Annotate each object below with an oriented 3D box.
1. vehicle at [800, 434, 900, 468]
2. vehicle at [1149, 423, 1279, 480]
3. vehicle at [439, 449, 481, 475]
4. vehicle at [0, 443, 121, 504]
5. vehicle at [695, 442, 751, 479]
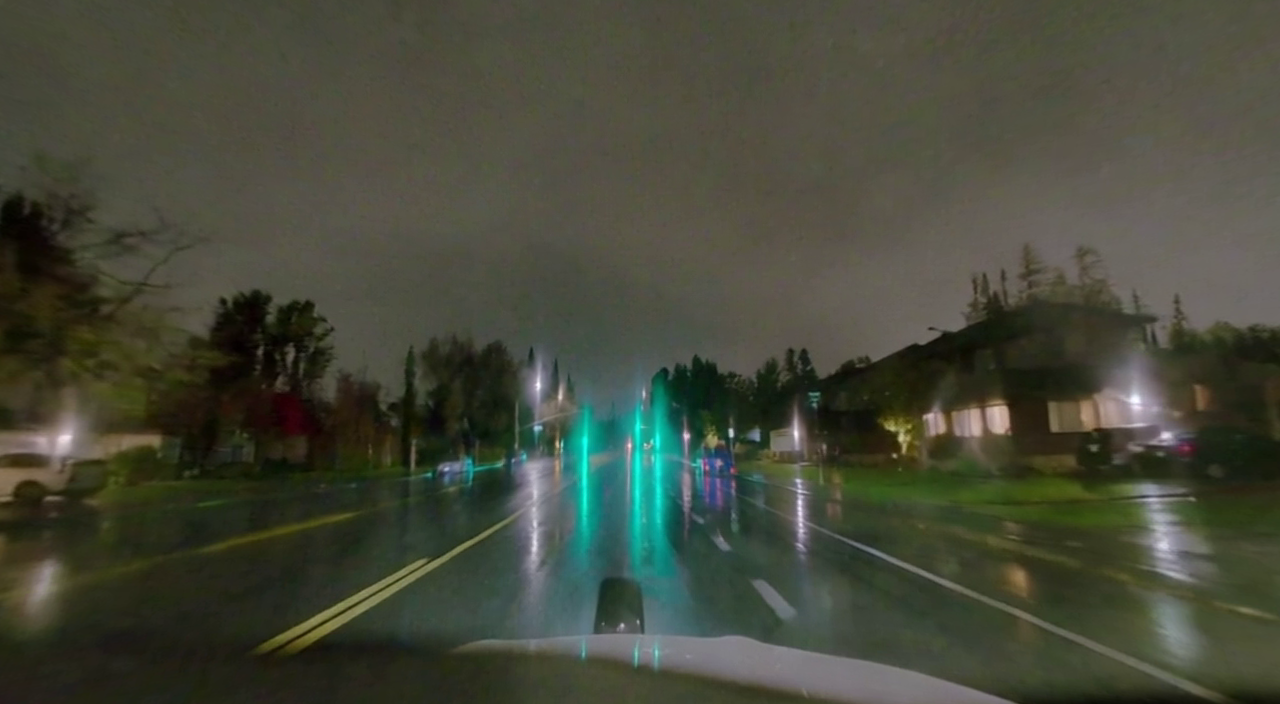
[{"bbox_3d":[11.742,5.547,35.504,4.860,1.772,2.007,0,-8,-3],"label":"vehicle"},{"bbox_3d":[18.139,2.974,19.058,3.858,1.583,1.931,0,-9,-2],"label":"vehicle"},{"bbox_3d":[-13.606,8.290,47.899,1.970,1.677,4.270,-2,-7,0],"label":"vehicle"},{"bbox_3d":[-21.551,4.091,21.455,5.705,1.907,2.142,0,-9,-4],"label":"vehicle"},{"bbox_3d":[4.001,5.317,31.324,2.045,1.677,4.509,0,-9,-1],"label":"vehicle"}]
